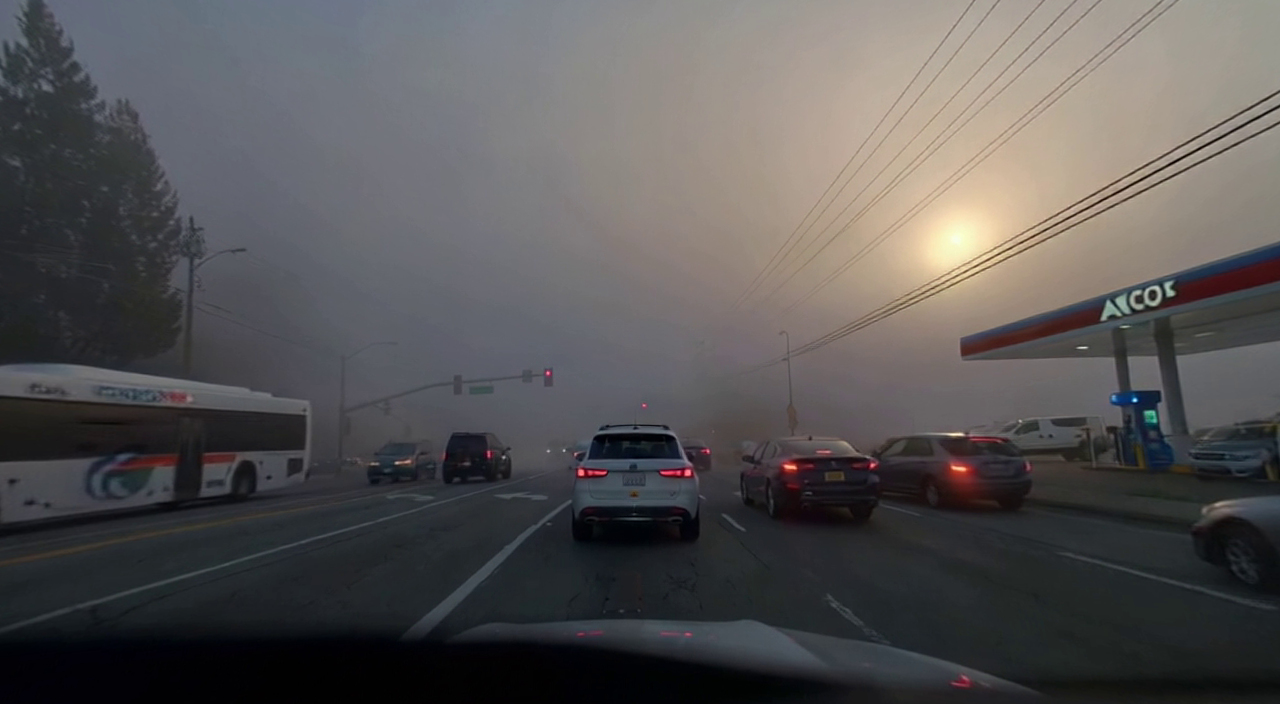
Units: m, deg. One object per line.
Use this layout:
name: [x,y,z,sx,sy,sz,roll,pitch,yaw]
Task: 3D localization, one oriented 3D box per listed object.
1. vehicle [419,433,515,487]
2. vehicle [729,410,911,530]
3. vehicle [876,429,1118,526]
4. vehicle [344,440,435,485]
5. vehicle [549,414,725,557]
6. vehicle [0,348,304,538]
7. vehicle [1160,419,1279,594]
vehicle: [-6.338,4.018,23.835,2.190,1.795,4.993,0,-9,0]
vehicle: [3.040,2.110,11.783,2.049,1.813,4.245,0,-9,-1]
vehicle: [6.403,2.289,12.123,1.829,1.494,4.552,0,-9,-2]
vehicle: [-10.396,4.609,26.623,2.075,1.719,4.396,0,-9,0]
vehicle: [-0.099,1.889,9.614,2.087,1.677,4.053,0,-9,-2]
vehicle: [-13.506,2.360,16.204,3.031,3.513,12.586,0,-9,-1]
vehicle: [6.411,1.179,4.461,1.857,1.475,4.182,0,-9,0]
